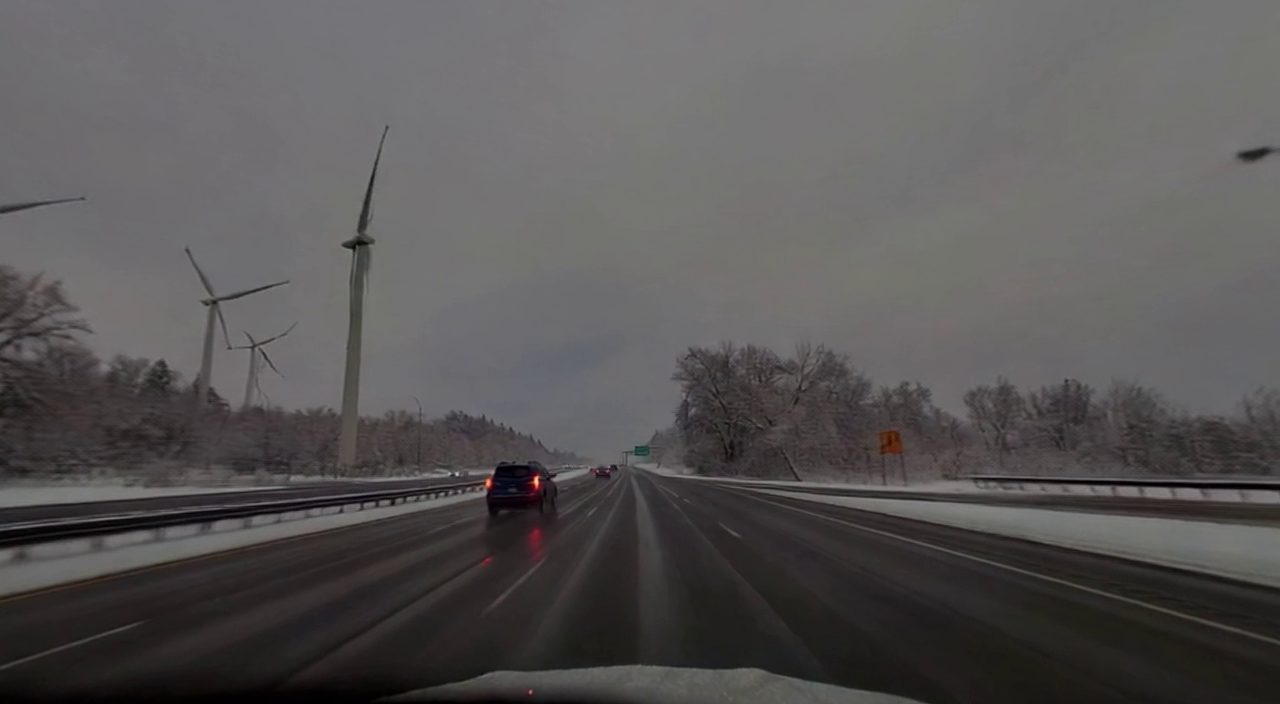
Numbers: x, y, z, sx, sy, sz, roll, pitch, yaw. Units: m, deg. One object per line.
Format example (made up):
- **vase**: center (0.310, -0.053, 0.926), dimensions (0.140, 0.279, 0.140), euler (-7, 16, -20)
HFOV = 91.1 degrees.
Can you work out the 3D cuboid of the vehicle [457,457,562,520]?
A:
- **vehicle**: center (-3.439, 3.709, 17.404), dimensions (2.001, 1.486, 4.104), euler (1, -10, 0)
